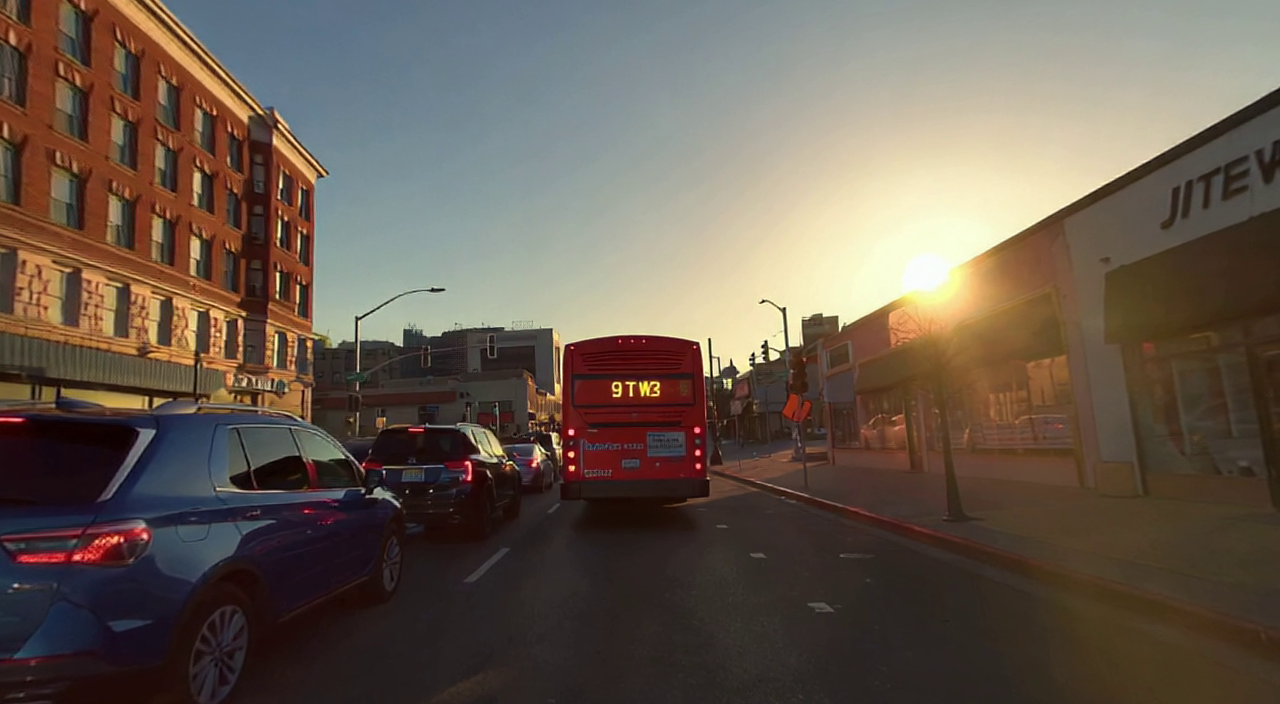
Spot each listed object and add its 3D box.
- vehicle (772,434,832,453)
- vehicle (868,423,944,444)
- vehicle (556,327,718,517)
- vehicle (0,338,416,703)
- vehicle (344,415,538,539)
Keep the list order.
[{"bbox_3d":[11.944,6.742,46.662,3.949,1.337,1.738,0,-9,-2],"label":"vehicle"},{"bbox_3d":[19.824,6.116,47.204,4.827,1.555,1.863,1,-9,-6],"label":"vehicle"},{"bbox_3d":[-0.301,1.996,16.584,2.938,3.468,9.972,0,-9,-3],"label":"vehicle"},{"bbox_3d":[-3.219,1.093,3.970,2.020,1.725,4.384,0,-8,0],"label":"vehicle"},{"bbox_3d":[-3.342,2.207,11.792,2.096,1.828,4.669,0,-8,0],"label":"vehicle"}]
